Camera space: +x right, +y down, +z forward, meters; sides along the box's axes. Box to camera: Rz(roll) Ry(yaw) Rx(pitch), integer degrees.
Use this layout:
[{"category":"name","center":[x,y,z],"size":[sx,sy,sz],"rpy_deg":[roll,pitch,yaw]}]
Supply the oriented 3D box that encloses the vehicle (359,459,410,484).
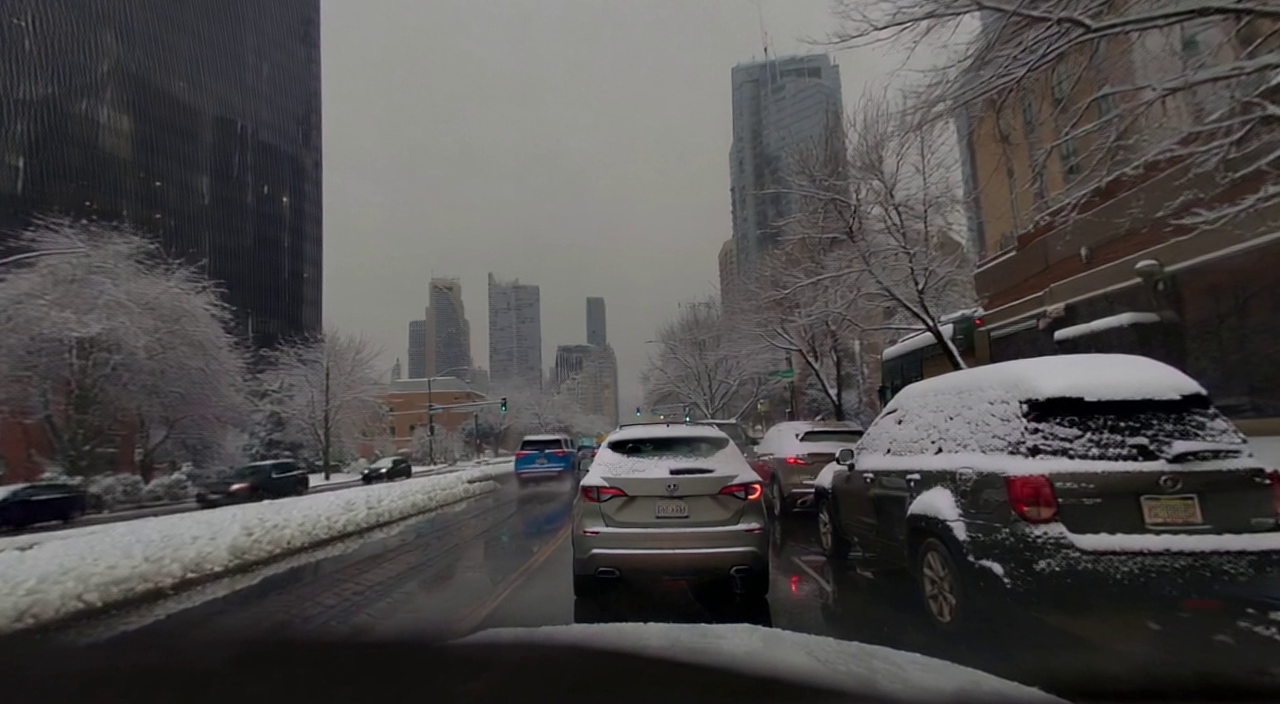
[{"category":"vehicle","center":[-19.308,9.007,47.879],"size":[2.068,1.729,4.135],"rpy_deg":[0,-9,0]}]

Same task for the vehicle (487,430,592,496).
[{"category":"vehicle","center":[-3.042,3.533,20.510],"size":[2.375,1.847,5.606],"rpy_deg":[0,-9,1]}]

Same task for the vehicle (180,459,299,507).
[{"category":"vehicle","center":[-16.192,5.290,25.832],"size":[2.105,1.676,4.099],"rpy_deg":[0,-9,1]}]

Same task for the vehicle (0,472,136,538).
[{"category":"vehicle","center":[-19.507,4.833,20.409],"size":[2.274,1.708,4.863],"rpy_deg":[0,-9,1]}]

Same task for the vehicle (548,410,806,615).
[{"category":"vehicle","center":[0.238,1.546,6.873],"size":[2.045,1.608,3.573],"rpy_deg":[0,-9,-2]}]

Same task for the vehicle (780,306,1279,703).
[{"category":"vehicle","center":[2.748,1.088,4.914],"size":[2.117,1.855,4.794],"rpy_deg":[0,-9,-1]}]
